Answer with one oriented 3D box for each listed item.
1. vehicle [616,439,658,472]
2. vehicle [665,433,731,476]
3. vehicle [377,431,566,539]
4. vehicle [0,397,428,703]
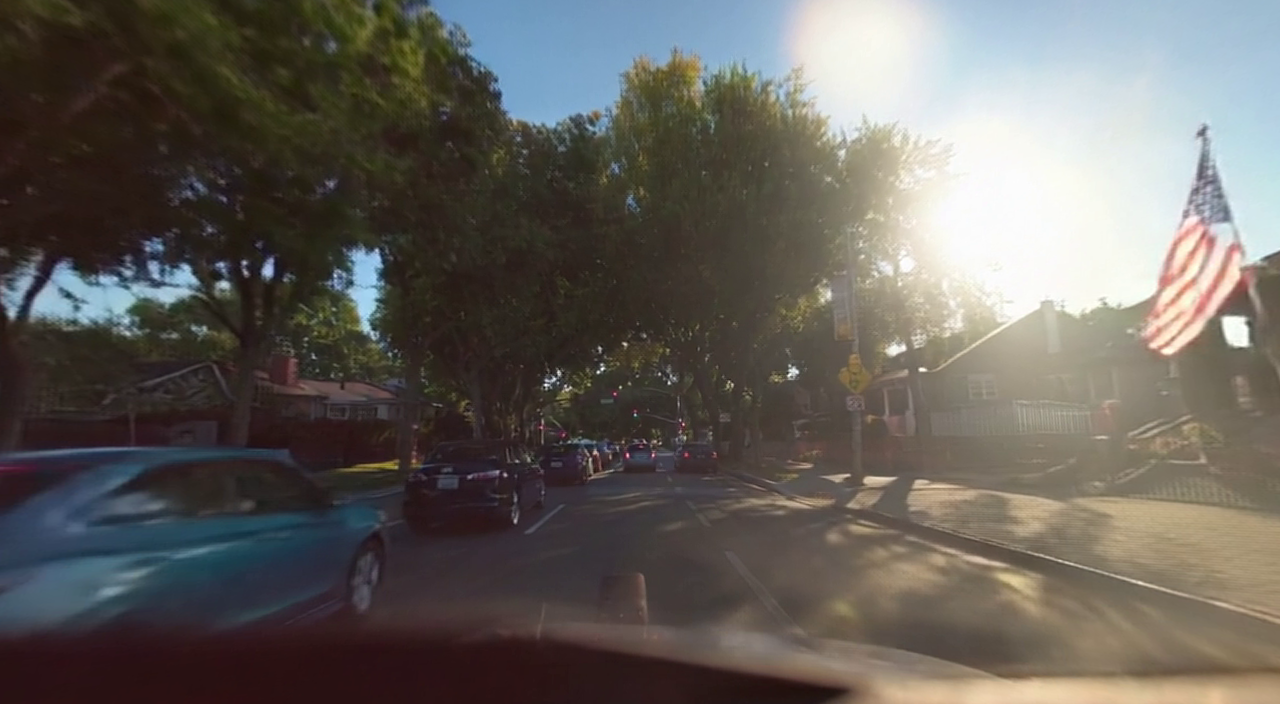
[{"bbox_3d":[-0.170,5.054,31.017,1.927,1.453,3.848,0,-9,0],"label":"vehicle"},{"bbox_3d":[2.352,4.338,26.923,2.258,1.682,4.635,0,-9,-1],"label":"vehicle"},{"bbox_3d":[-2.650,2.218,11.234,2.081,1.488,4.566,0,-9,0],"label":"vehicle"},{"bbox_3d":[-3.008,1.139,3.659,1.970,1.477,4.380,0,-9,1],"label":"vehicle"}]
